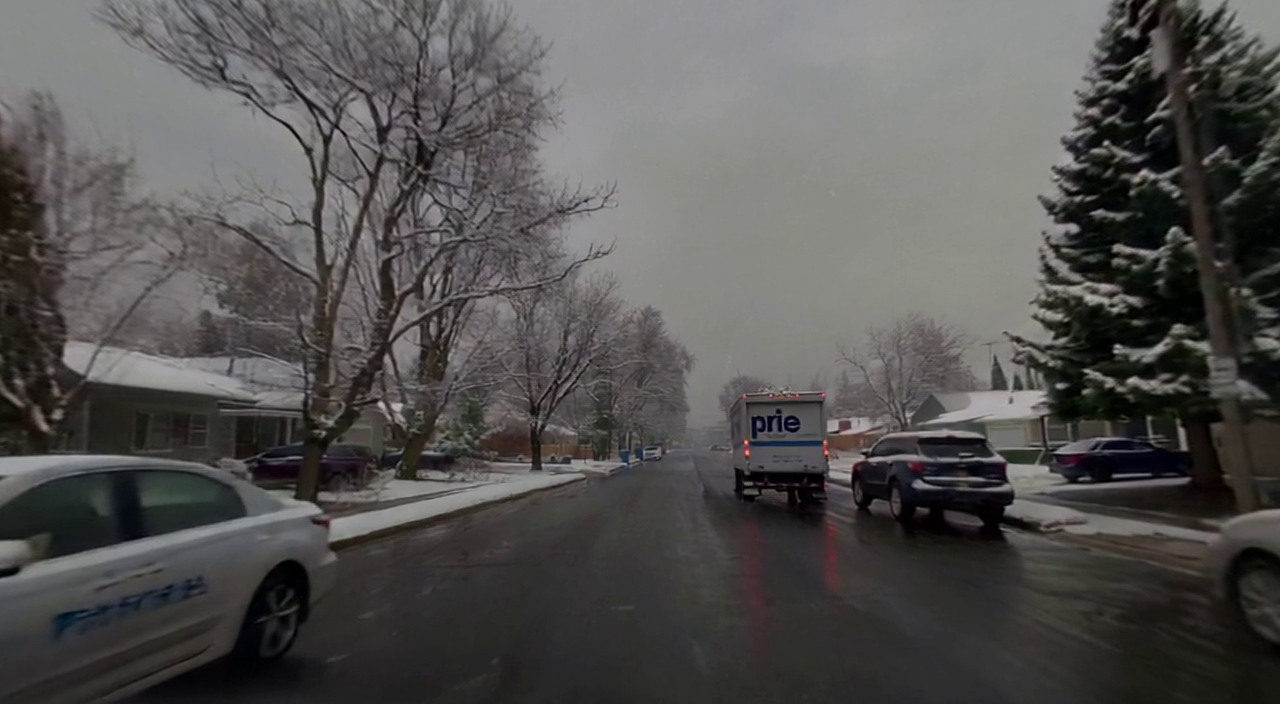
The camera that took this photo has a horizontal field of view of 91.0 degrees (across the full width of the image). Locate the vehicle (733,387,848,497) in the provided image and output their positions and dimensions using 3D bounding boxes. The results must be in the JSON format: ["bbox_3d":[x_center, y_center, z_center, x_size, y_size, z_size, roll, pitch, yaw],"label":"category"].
[{"bbox_3d":[4.749,3.068,21.436,2.924,3.018,7.600,-1,-9,7],"label":"vehicle"}]

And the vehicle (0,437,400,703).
[{"bbox_3d":[-3.318,1.124,2.926,1.938,1.402,5.095,2,-9,6],"label":"vehicle"}]

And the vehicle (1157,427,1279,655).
[{"bbox_3d":[5.169,1.068,2.856,1.943,1.511,4.582,-1,-8,4],"label":"vehicle"}]

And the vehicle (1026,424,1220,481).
[{"bbox_3d":[15.117,3.163,19.910,4.418,1.695,1.931,0,-8,2],"label":"vehicle"}]

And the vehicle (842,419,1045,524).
[{"bbox_3d":[6.283,2.517,13.802,2.410,1.902,4.277,-1,-8,3],"label":"vehicle"}]
